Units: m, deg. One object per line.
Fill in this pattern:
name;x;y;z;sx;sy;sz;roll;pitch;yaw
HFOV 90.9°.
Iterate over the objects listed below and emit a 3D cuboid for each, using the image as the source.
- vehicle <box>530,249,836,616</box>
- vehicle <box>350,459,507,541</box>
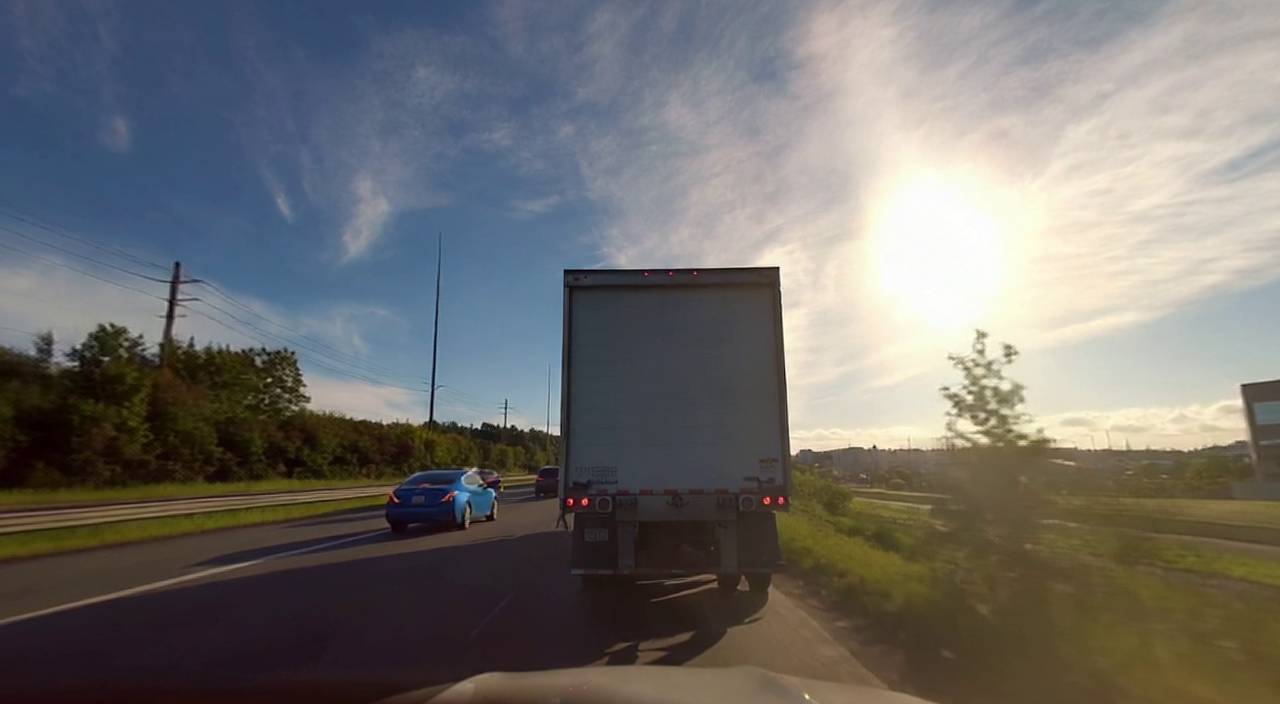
vehicle;0.616;1.482;10.443;2.831;3.529;8.689;0;-11;3
vehicle;-4.401;3.162;13.951;1.891;1.469;4.431;1;-11;0
